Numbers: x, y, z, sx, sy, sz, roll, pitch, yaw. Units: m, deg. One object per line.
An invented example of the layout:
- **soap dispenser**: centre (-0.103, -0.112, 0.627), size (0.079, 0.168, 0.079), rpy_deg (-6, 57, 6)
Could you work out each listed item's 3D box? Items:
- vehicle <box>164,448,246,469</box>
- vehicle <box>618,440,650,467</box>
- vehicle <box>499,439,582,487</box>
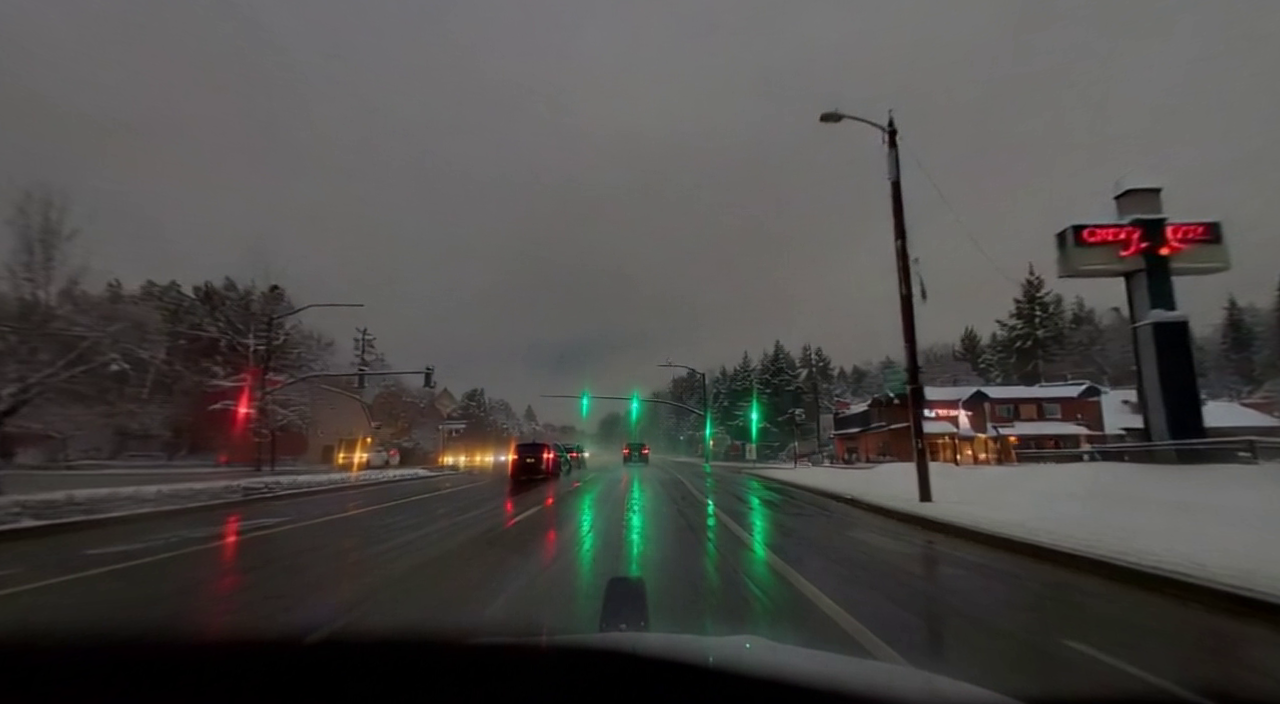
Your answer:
- **vehicle**: centre (-33.336, 8.173, 48.379), size (4.812, 1.496, 1.988), rpy_deg (0, -8, 2)
- **vehicle**: centre (-0.392, 7.068, 43.853), size (2.153, 1.764, 4.047), rpy_deg (0, -8, 1)
- **vehicle**: centre (-3.283, 3.783, 21.763), size (2.015, 1.470, 4.458), rpy_deg (0, -8, 2)
